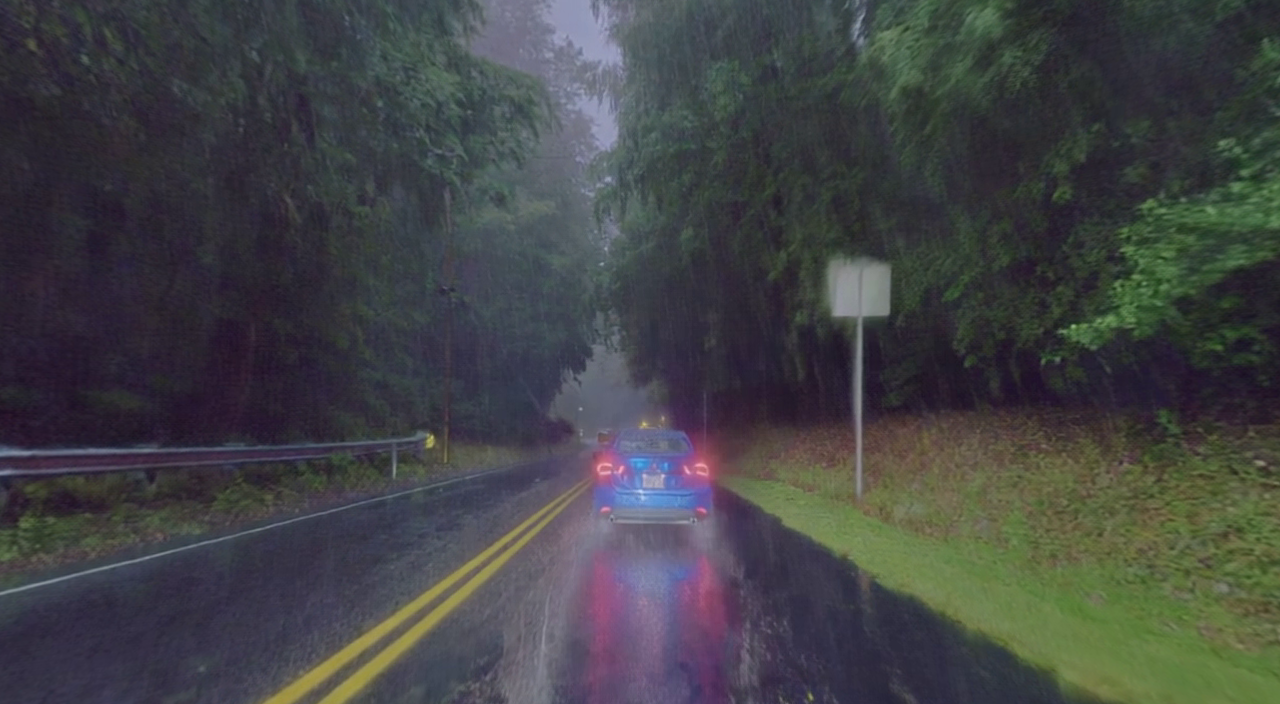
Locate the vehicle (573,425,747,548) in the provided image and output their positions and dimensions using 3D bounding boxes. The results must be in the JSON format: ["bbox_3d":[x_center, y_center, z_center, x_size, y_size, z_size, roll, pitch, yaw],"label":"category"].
[{"bbox_3d":[0.272,1.978,9.862,2.187,1.533,3.726,0,-8,1],"label":"vehicle"}]
